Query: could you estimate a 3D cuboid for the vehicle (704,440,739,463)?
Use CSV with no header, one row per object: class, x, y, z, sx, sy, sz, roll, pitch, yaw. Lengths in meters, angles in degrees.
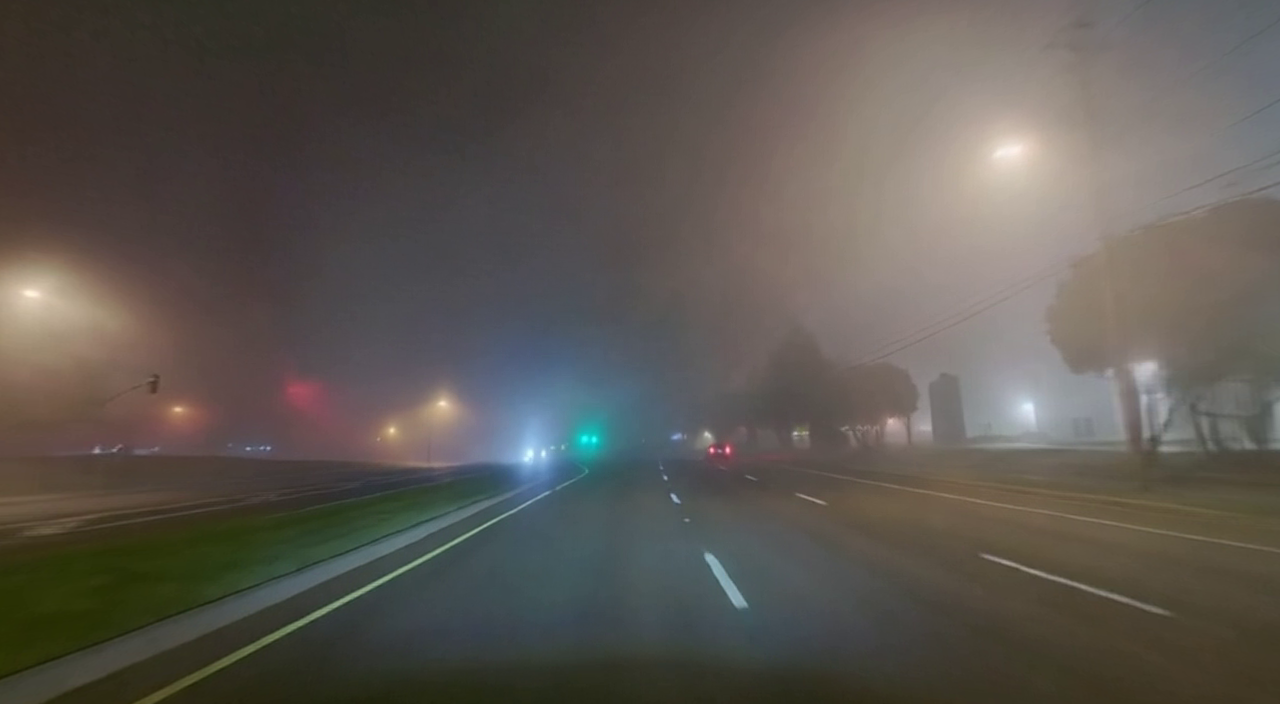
vehicle,5.704,7.001,44.344,1.908,1.476,3.880,0,-9,0
